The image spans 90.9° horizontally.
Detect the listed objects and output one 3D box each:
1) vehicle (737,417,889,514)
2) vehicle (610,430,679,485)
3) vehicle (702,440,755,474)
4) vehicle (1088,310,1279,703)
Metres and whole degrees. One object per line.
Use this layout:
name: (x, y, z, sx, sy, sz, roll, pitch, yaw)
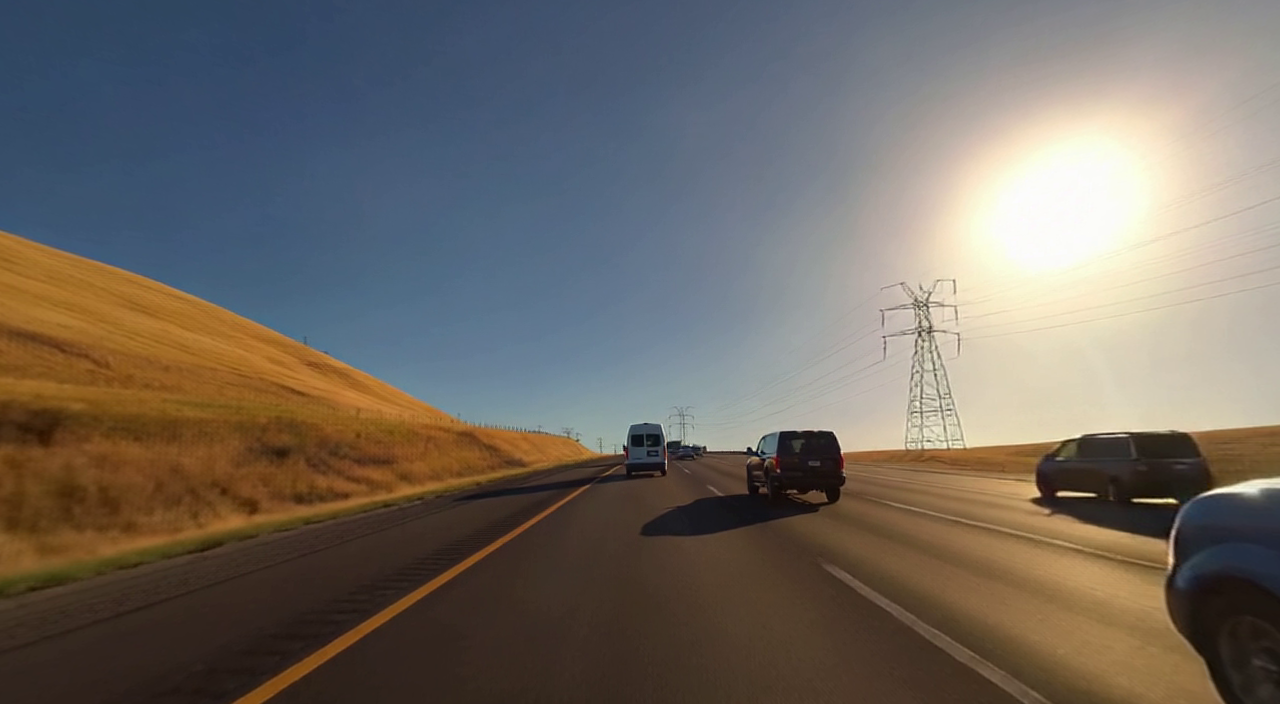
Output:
vehicle: (3.617, 2.474, 14.233, 2.139, 1.821, 4.480, 0, -8, 0)
vehicle: (0.191, 3.813, 23.096, 2.268, 1.772, 4.523, 0, -8, 1)
vehicle: (4.098, 4.929, 29.899, 1.938, 1.466, 4.356, 0, -8, 0)
vehicle: (3.970, 0.510, 0.680, 2.691, 1.901, 5.744, 0, -8, -1)
